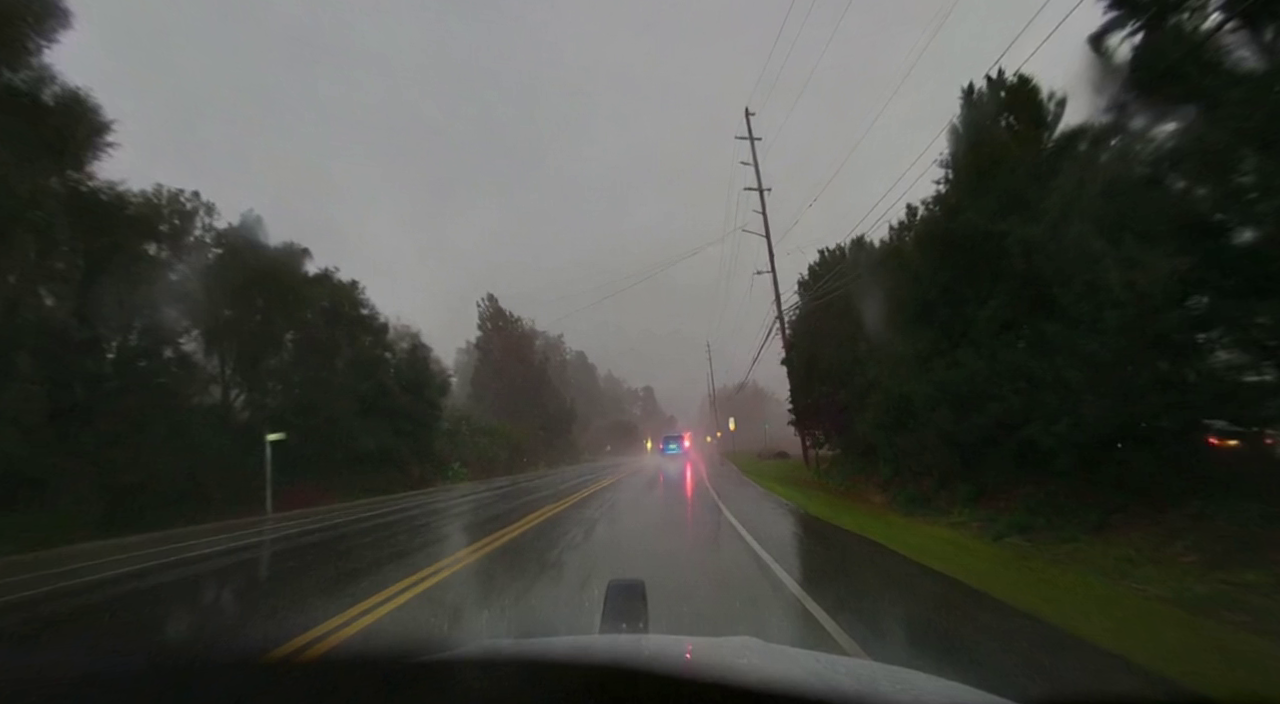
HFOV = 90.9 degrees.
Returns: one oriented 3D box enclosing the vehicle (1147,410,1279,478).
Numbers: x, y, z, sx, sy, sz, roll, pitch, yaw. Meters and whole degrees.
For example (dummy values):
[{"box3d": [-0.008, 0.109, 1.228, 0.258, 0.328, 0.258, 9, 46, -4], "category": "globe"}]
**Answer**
[{"box3d": [23.828, 3.674, 25.229, 5.320, 2.489, 2.736, 2, -9, -15], "category": "vehicle"}]
